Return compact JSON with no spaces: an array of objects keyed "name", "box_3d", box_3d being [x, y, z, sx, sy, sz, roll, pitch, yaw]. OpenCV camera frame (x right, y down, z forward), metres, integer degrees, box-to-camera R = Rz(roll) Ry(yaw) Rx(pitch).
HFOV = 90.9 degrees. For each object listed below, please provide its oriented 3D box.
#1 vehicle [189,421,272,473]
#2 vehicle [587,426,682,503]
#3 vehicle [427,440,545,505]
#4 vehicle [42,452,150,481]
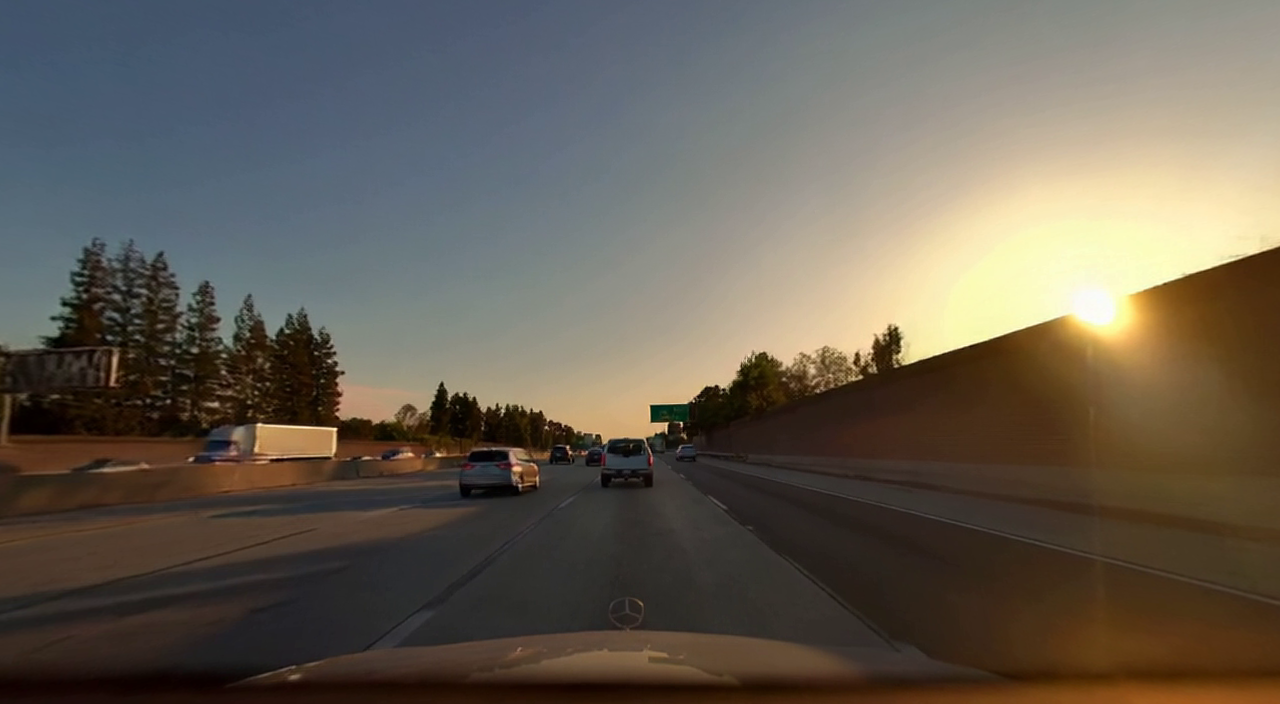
[{"name":"vehicle","box_3d":[-28.852,6.744,44.659,2.860,3.491,4.129,0,-9,1]},{"name":"vehicle","box_3d":[-0.127,2.983,17.082,2.233,1.804,4.273,0,-9,0]},{"name":"vehicle","box_3d":[-3.788,3.037,16.360,1.967,1.442,4.143,0,-9,1]},{"name":"vehicle","box_3d":[-32.617,6.861,38.055,2.082,1.608,4.935,0,-9,1]}]
